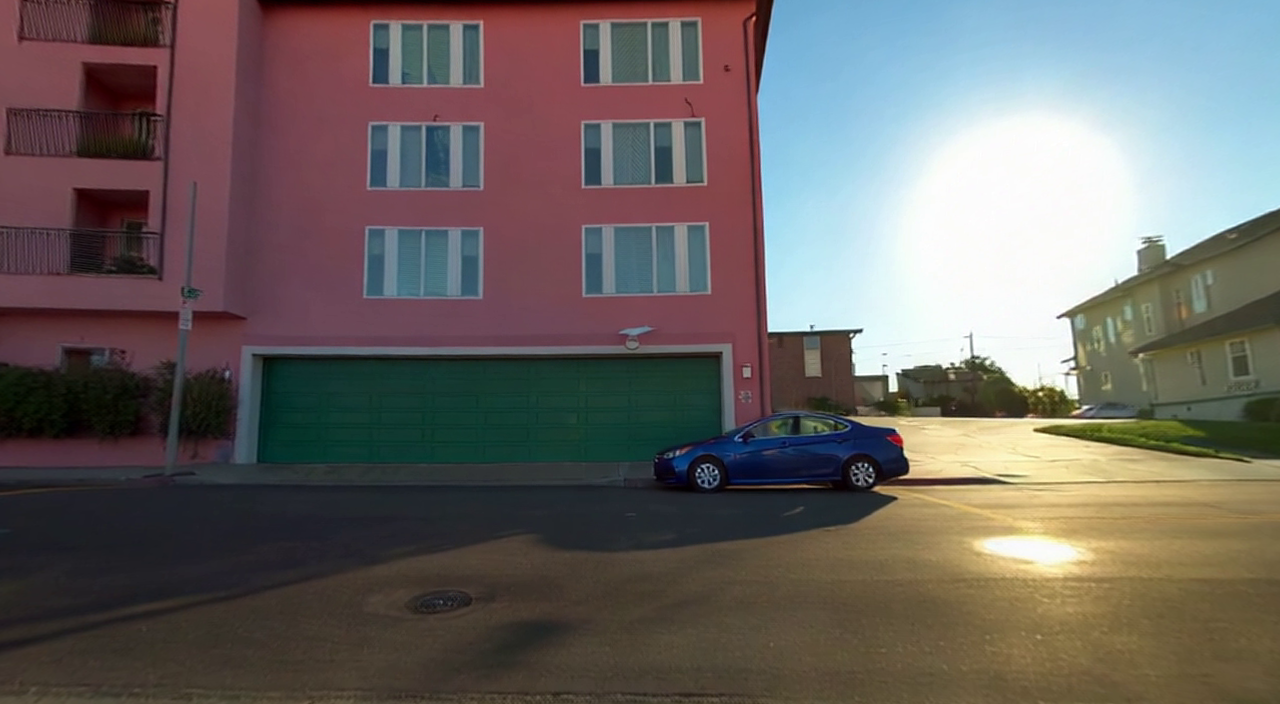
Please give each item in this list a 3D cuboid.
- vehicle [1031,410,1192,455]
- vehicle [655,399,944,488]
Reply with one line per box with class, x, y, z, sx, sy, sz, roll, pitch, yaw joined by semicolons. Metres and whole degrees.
vehicle;16.156;2.796;21.787;3.905;1.475;2.057;0;-8;0
vehicle;2.625;1.646;11.338;4.697;1.444;1.825;0;-8;1
